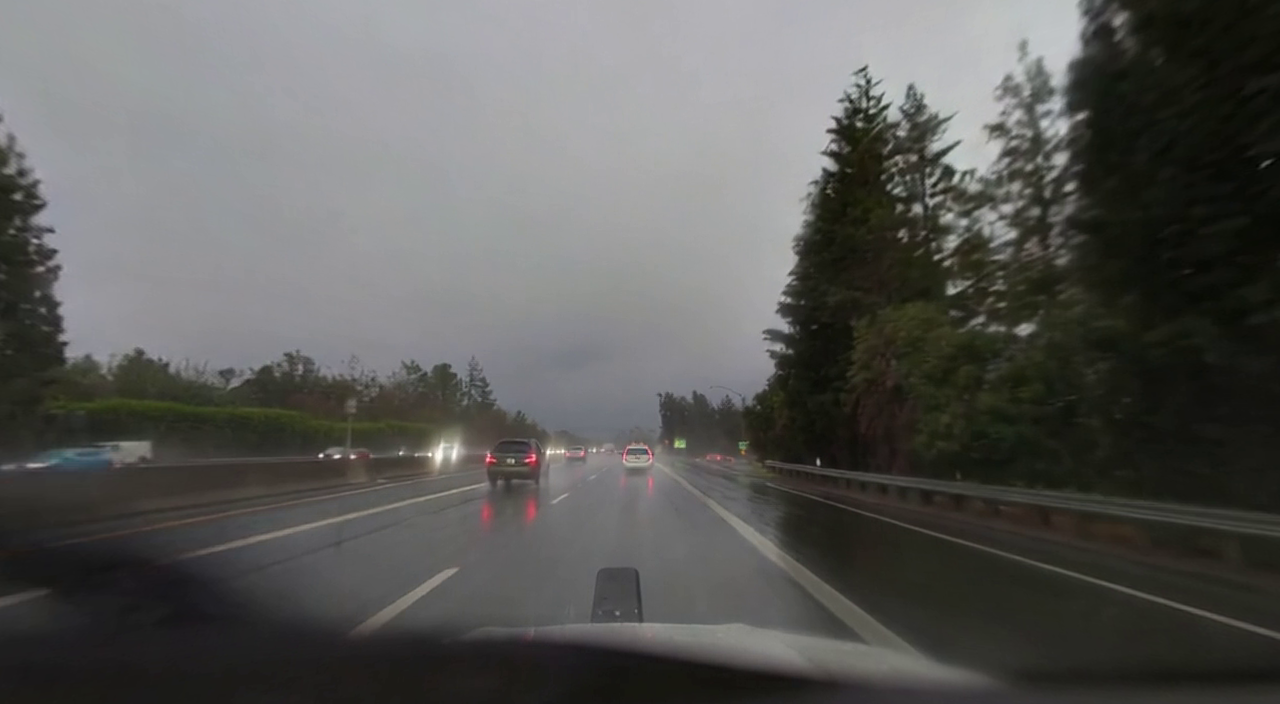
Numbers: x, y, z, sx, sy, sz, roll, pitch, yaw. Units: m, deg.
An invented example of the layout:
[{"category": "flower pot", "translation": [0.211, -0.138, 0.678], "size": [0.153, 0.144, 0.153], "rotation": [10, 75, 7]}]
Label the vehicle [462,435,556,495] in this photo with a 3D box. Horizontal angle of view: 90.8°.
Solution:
[{"category": "vehicle", "translation": [-4.062, 3.574, 20.391], "size": [2.044, 1.717, 4.421], "rotation": [0, -9, 1]}]

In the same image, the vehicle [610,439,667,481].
[{"category": "vehicle", "translation": [-0.103, 4.900, 28.944], "size": [2.378, 1.750, 4.355], "rotation": [0, -9, -1]}]

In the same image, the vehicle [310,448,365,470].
[{"category": "vehicle", "translation": [-21.348, 7.520, 44.715], "size": [1.822, 1.467, 4.062], "rotation": [0, -9, 1]}]

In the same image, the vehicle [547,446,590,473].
[{"category": "vehicle", "translation": [-4.201, 6.389, 37.820], "size": [2.084, 1.528, 4.094], "rotation": [0, -9, 0]}]

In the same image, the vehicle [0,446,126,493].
[{"category": "vehicle", "translation": [-20.957, 4.051, 22.189], "size": [1.869, 1.452, 4.628], "rotation": [0, -9, 0]}]
